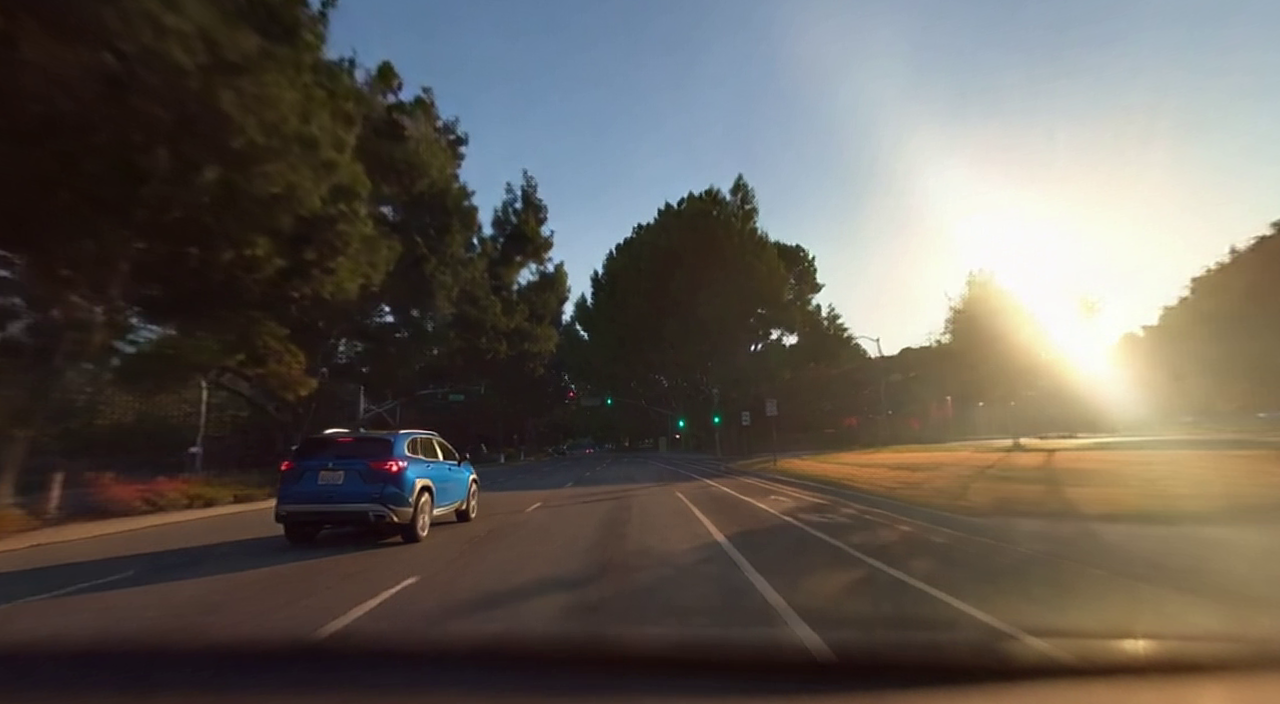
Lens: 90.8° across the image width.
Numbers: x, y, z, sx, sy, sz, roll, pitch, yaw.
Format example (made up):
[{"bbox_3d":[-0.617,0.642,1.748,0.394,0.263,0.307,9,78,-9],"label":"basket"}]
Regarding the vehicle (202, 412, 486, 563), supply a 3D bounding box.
[{"bbox_3d":[-3.953,1.891,9.529,2.121,1.724,4.392,0,-9,0],"label":"vehicle"}]
